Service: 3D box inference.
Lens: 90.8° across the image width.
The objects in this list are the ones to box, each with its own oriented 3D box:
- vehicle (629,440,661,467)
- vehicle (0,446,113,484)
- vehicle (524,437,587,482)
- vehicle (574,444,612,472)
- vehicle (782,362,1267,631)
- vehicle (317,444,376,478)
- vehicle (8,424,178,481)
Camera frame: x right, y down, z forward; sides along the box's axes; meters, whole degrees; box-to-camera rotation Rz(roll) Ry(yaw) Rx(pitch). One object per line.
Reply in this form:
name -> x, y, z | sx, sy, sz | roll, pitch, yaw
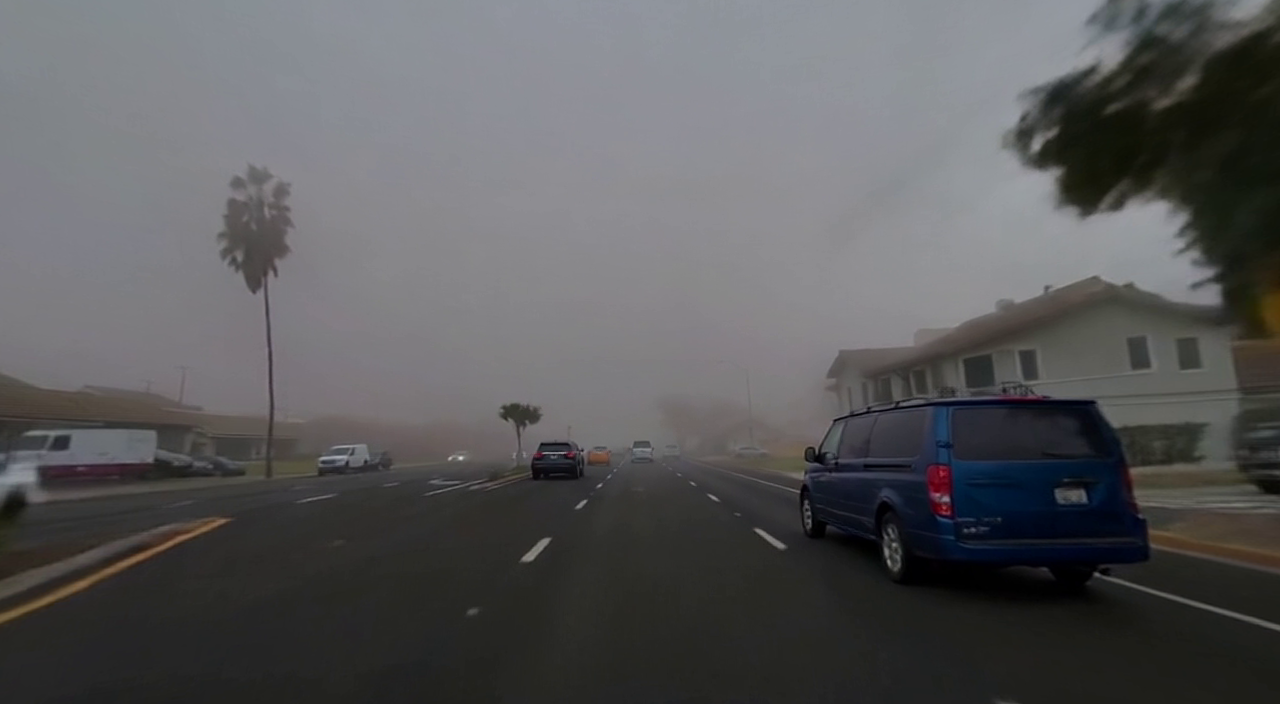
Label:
vehicle -> 0.314, 7.231, 45.129 | 2.191, 1.761, 3.857 | 0, -8, -1
vehicle -> -30.261, 5.747, 32.225 | 4.832, 1.778, 2.082 | -1, -8, 0
vehicle -> -3.389, 4.388, 26.059 | 1.967, 1.703, 4.157 | 0, -8, 1
vehicle -> -2.686, 6.119, 36.707 | 1.869, 1.454, 4.142 | 0, -8, 0
vehicle -> 3.315, 1.381, 7.032 | 2.234, 1.912, 4.847 | 0, -8, -1
vehicle -> -21.443, 7.941, 46.370 | 1.931, 2.187, 5.001 | -1, -8, -1
vehicle -> -29.886, 5.486, 34.743 | 6.775, 2.936, 2.546 | 0, -9, -2
